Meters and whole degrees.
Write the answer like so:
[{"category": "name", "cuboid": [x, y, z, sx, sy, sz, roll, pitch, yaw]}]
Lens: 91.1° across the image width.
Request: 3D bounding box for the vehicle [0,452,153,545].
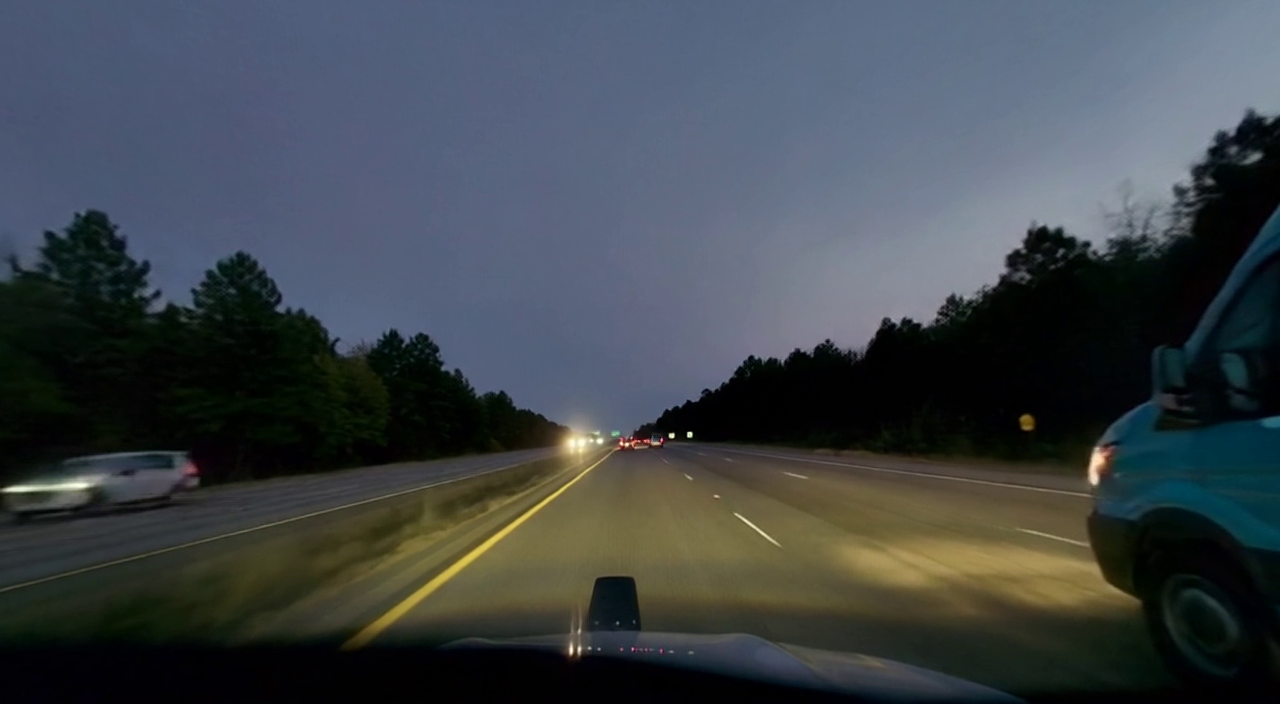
[{"category": "vehicle", "cuboid": [-13.307, 3.077, 13.613, 1.959, 1.680, 4.449, 0, -8, 0]}]
